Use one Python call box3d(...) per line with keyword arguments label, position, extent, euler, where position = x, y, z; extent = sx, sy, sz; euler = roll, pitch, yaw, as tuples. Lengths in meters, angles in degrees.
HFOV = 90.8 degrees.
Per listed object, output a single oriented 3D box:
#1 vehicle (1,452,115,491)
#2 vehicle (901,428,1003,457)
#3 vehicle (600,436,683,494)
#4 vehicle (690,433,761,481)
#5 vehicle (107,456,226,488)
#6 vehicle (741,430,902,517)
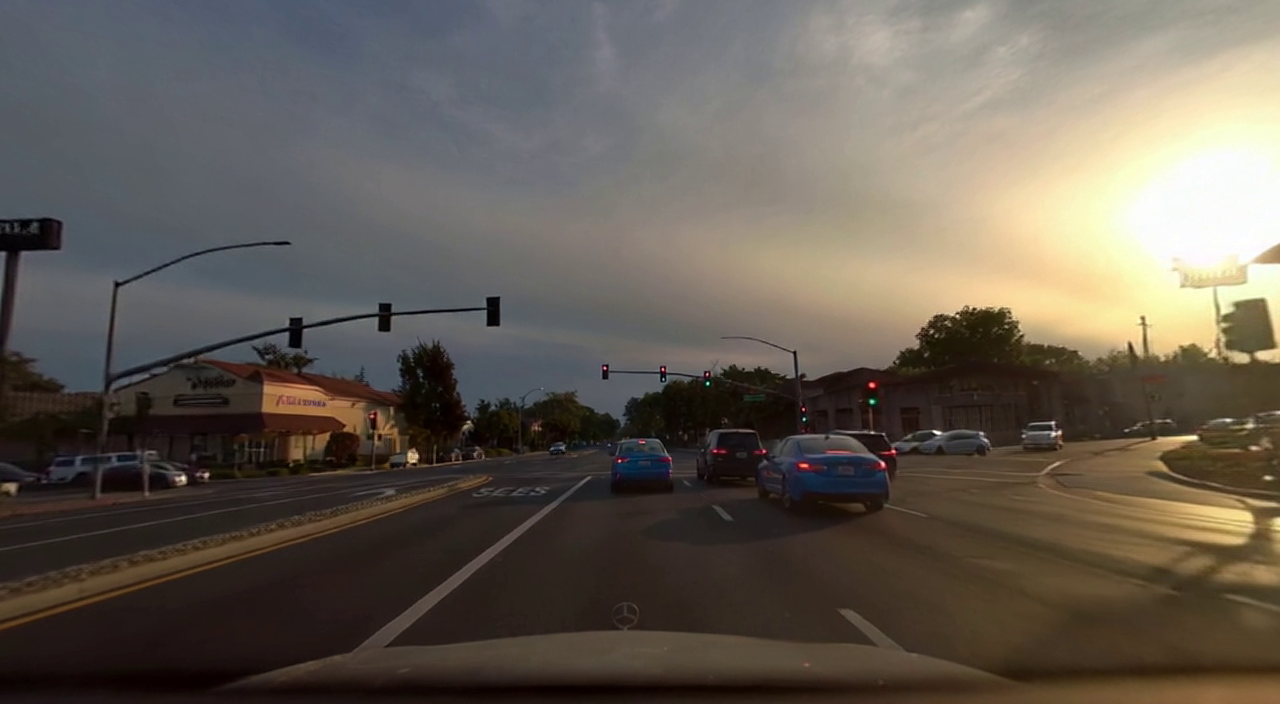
box3d(label="vehicle", position=(-38.404, 7.873, 41.817), extent=(5.135, 2.388, 2.288), euler=(0, -9, -1))
box3d(label="vehicle", position=(19.948, 5.831, 40.549), extent=(5.438, 1.776, 2.032), euler=(0, -8, 0))
box3d(label="vehicle", position=(-0.014, 3.199, 18.281), extent=(2.135, 1.468, 4.076), euler=(0, -8, -1))
box3d(label="vehicle", position=(3.140, 3.978, 24.188), extent=(1.973, 1.633, 4.717), euler=(0, -8, -1))
box3d(label="vehicle", position=(-26.292, 6.664, 35.240), extent=(4.780, 1.669, 2.232), euler=(0, -8, -2))
box3d(label="vehicle", position=(3.487, 2.433, 13.203), extent=(1.889, 1.473, 4.643), euler=(0, -8, -1))
